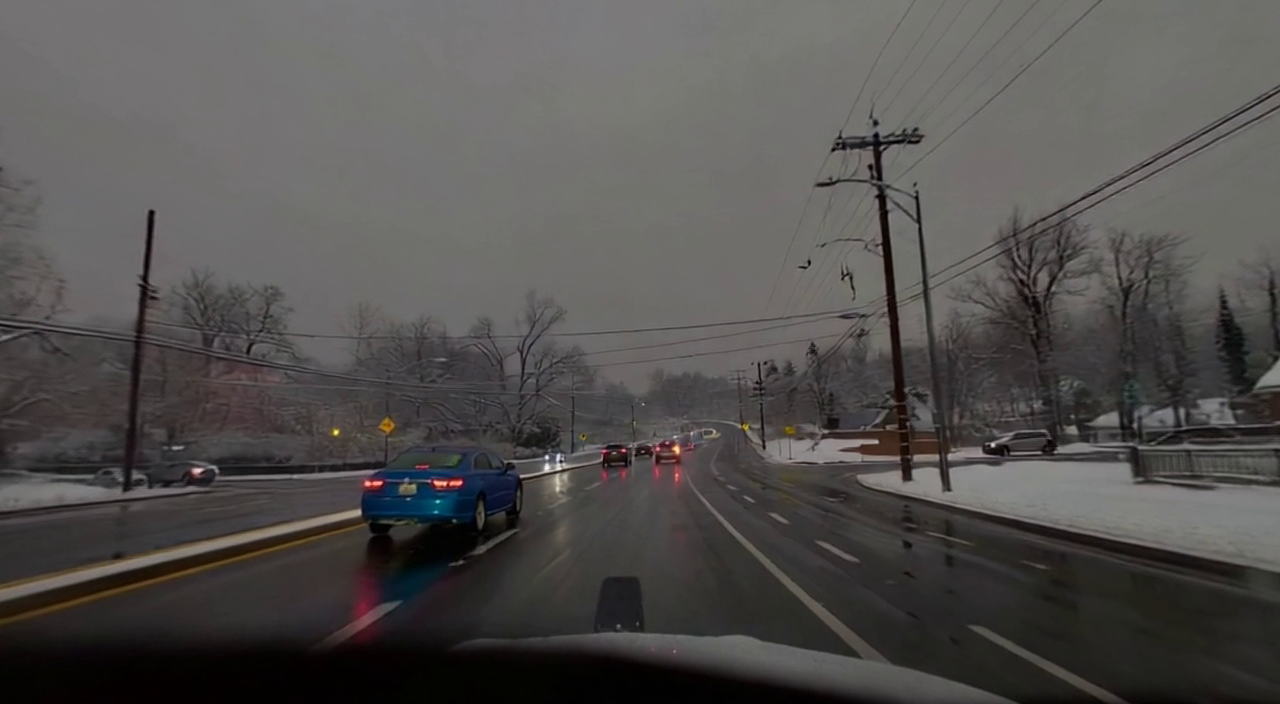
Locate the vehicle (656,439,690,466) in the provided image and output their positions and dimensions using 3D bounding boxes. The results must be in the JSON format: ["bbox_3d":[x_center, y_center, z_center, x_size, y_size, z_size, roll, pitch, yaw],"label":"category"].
[{"bbox_3d":[2.378,7.101,44.764,2.155,1.836,4.250,-1,-8,6],"label":"vehicle"}]

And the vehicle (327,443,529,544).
[{"bbox_3d":[-3.424,2.354,11.277,1.901,1.409,4.442,0,-8,2],"label":"vehicle"}]

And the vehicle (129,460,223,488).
[{"bbox_3d":[-26.468,6.965,36.057,4.240,1.442,1.574,0,-8,5],"label":"vehicle"}]

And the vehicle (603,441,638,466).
[{"bbox_3d":[-1.372,7.323,45.718,1.899,1.685,4.121,-1,-8,7],"label":"vehicle"}]
